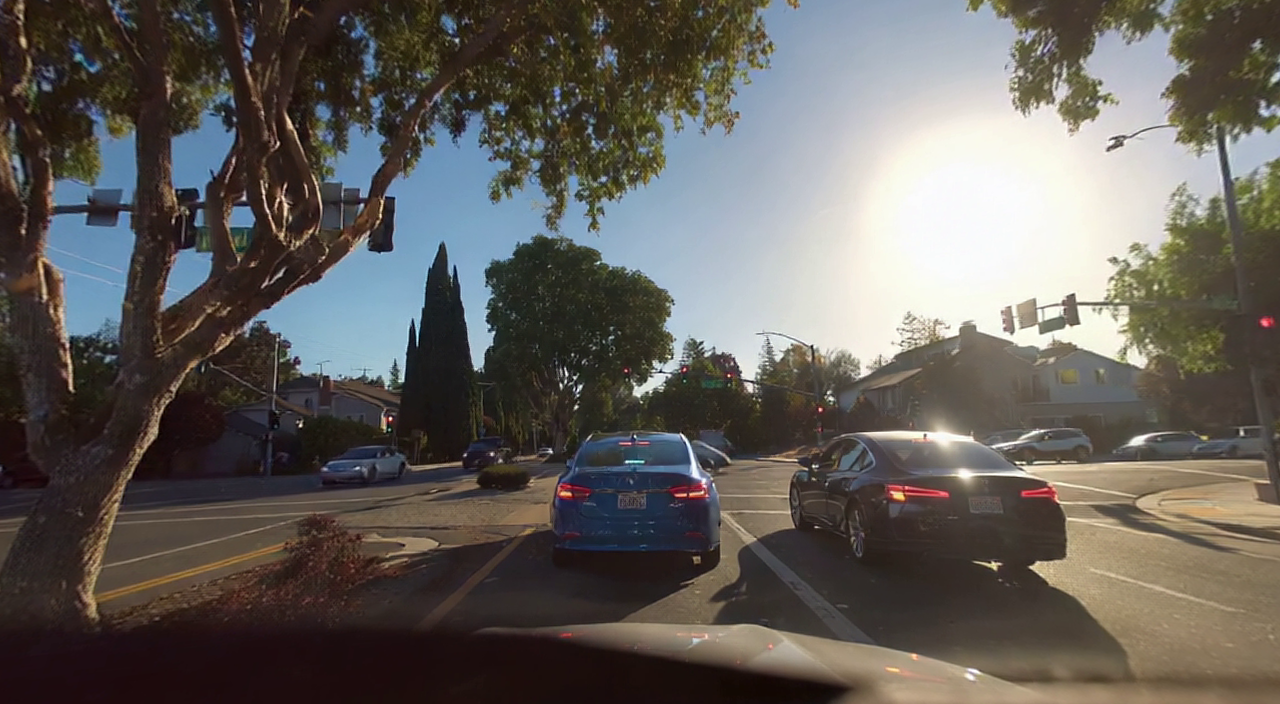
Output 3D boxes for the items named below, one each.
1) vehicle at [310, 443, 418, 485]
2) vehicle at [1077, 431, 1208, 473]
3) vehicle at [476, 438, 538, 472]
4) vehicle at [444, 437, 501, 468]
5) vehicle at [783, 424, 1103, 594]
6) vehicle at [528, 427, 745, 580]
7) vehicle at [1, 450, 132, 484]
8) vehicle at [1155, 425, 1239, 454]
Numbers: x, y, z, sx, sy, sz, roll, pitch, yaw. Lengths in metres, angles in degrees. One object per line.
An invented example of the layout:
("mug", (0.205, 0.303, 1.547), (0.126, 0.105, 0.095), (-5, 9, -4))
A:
("vehicle", (-11.314, 4.622, 26.413), (2.102, 1.531, 5.072), (-1, -8, 2))
("vehicle", (23.992, 4.773, 30.299), (4.520, 1.762, 2.005), (-2, -8, -1))
("vehicle", (-7.421, 5.787, 35.779), (2.383, 1.779, 4.973), (0, -8, 1))
("vehicle", (-10.973, 6.634, 41.822), (2.376, 1.916, 4.899), (0, -8, 0))
("vehicle", (3.187, 1.715, 7.771), (1.913, 1.505, 4.097), (0, -8, 0))
("vehicle", (-0.054, 1.783, 8.254), (2.103, 1.478, 4.073), (0, -8, -1))
("vehicle", (-28.113, 5.610, 31.055), (4.538, 1.591, 1.949), (0, -8, 1))
("vehicle", (41.712, 6.579, 47.343), (4.388, 2.079, 1.960), (0, -8, -2))
